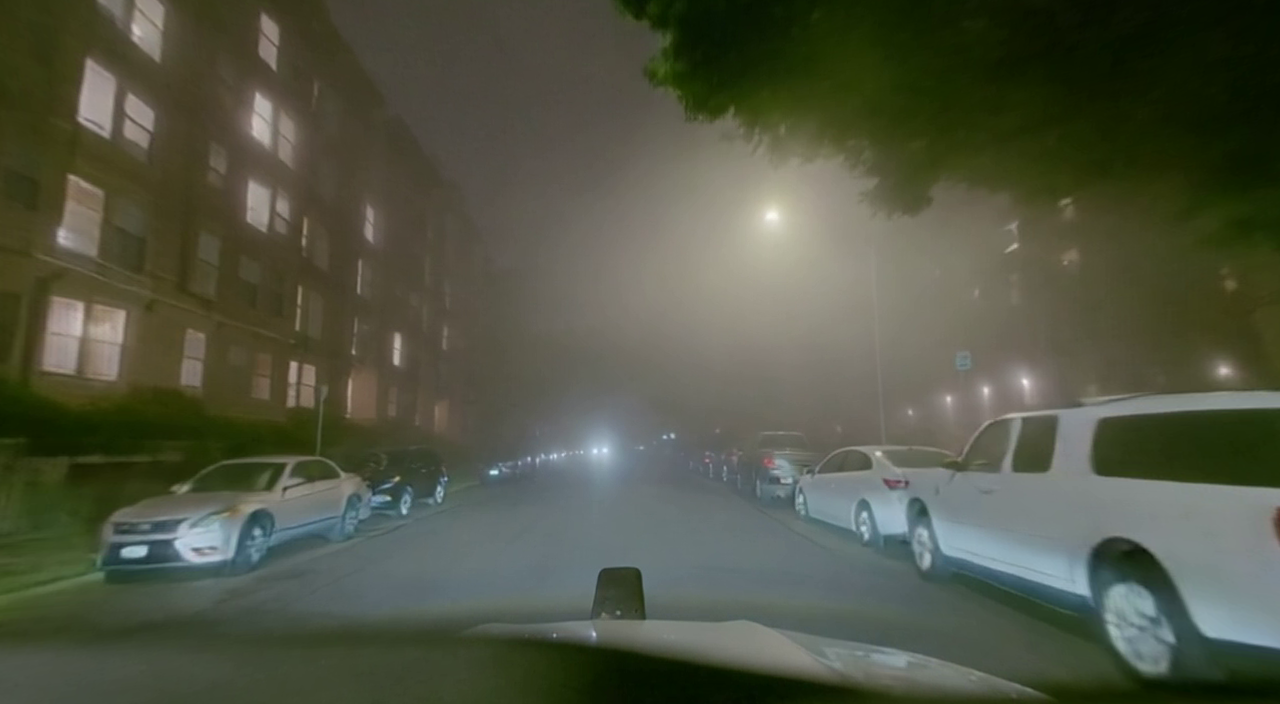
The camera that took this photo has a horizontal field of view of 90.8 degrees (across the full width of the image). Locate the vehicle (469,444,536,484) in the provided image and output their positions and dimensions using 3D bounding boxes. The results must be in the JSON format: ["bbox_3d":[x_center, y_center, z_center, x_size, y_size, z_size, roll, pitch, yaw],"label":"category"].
[{"bbox_3d":[-5.517,4.516,25.889,1.647,1.481,4.433,0,-9,1],"label":"vehicle"}]

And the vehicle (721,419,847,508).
[{"bbox_3d":[3.301,2.684,15.608,1.835,1.809,4.997,0,-9,-1],"label":"vehicle"}]

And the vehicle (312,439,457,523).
[{"bbox_3d":[-5.201,2.638,13.403,1.628,1.504,3.500,0,-9,-1],"label":"vehicle"}]

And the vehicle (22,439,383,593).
[{"bbox_3d":[-5.269,1.969,8.584,1.711,1.500,4.510,0,-9,-1],"label":"vehicle"}]

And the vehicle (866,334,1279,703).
[{"bbox_3d":[3.551,1.114,4.506,1.912,1.781,5.159,0,-9,0],"label":"vehicle"}]

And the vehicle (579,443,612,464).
[{"bbox_3d":[-3.296,7.624,47.532,1.939,1.504,4.121,-1,-9,3],"label":"vehicle"}]
